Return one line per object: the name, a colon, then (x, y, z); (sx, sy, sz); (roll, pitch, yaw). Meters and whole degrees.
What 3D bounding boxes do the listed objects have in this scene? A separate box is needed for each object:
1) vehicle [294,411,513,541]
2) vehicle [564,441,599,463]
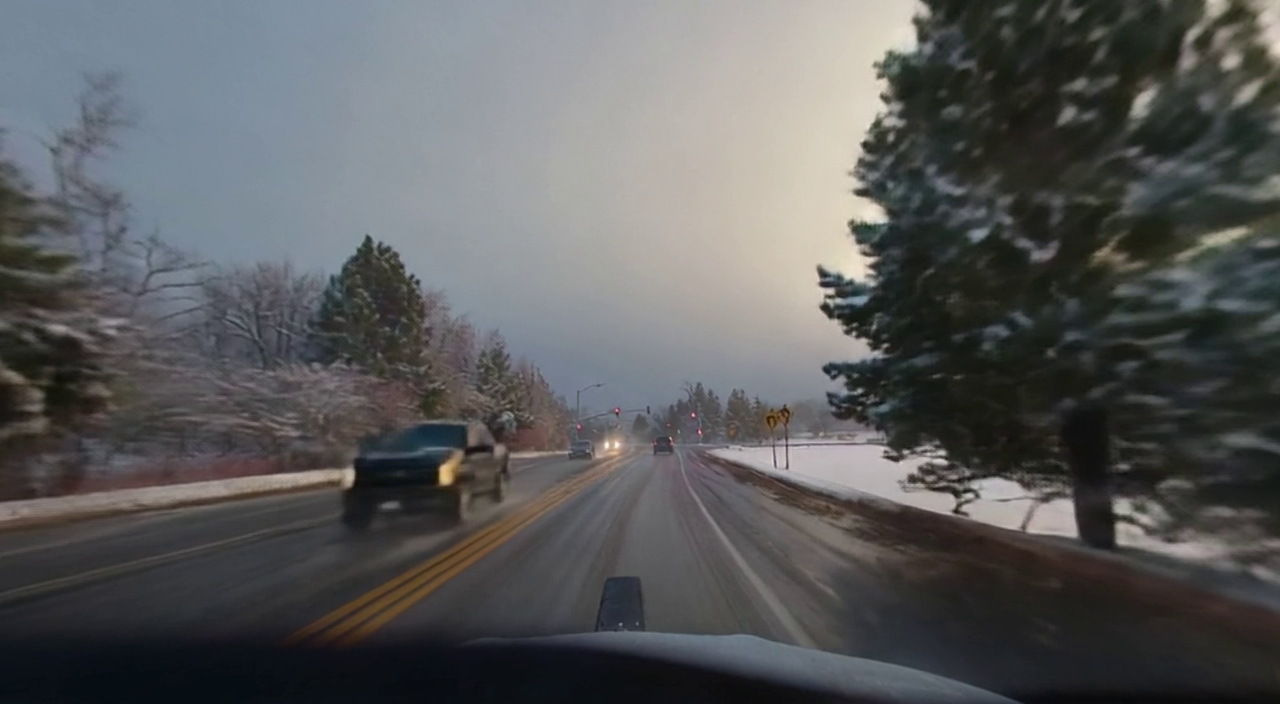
vehicle: (-3.790, 2.076, 11.258); (2.097, 1.791, 4.663); (-1, -8, 0)
vehicle: (-4.161, 7.197, 45.670); (2.002, 1.455, 4.450); (-1, -8, 2)
